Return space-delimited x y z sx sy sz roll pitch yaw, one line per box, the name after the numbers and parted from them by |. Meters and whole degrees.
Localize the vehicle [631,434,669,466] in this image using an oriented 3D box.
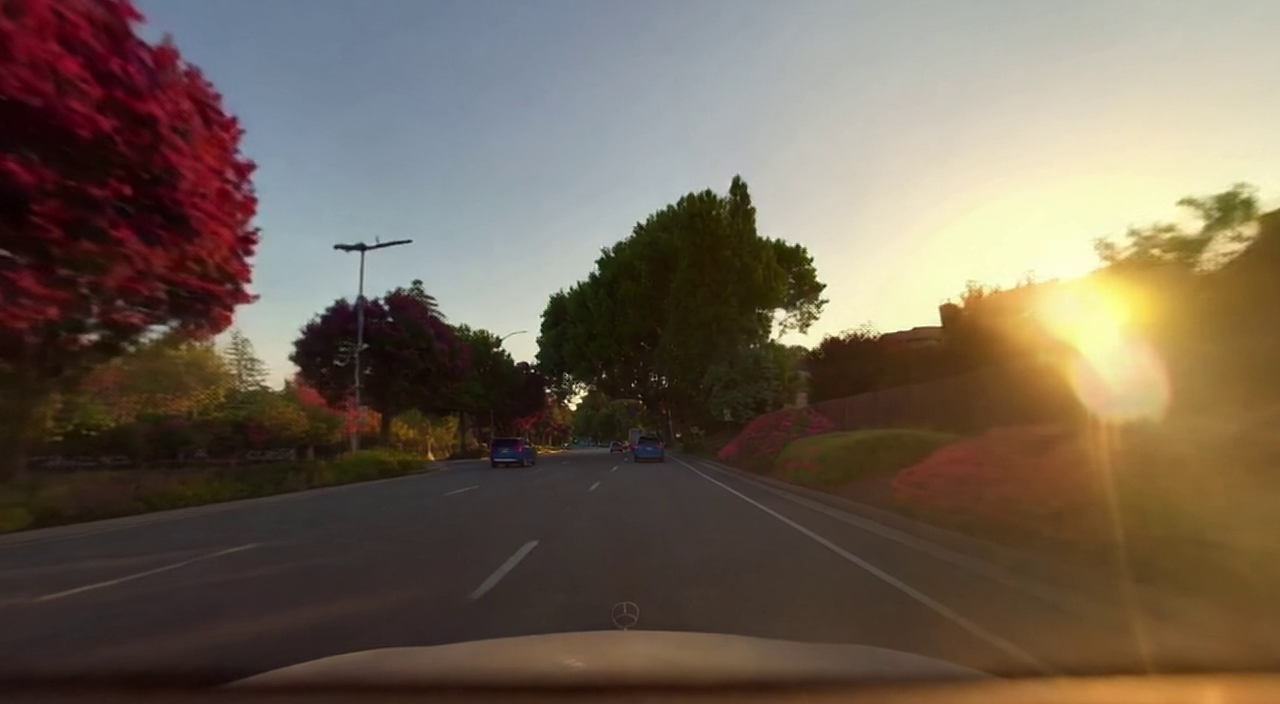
0.579 5.785 37.336 2.070 1.764 4.552 0 -8 0 | vehicle

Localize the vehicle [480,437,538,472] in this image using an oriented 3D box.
-6.679 5.266 32.714 1.993 1.657 4.487 -1 -8 1 | vehicle
